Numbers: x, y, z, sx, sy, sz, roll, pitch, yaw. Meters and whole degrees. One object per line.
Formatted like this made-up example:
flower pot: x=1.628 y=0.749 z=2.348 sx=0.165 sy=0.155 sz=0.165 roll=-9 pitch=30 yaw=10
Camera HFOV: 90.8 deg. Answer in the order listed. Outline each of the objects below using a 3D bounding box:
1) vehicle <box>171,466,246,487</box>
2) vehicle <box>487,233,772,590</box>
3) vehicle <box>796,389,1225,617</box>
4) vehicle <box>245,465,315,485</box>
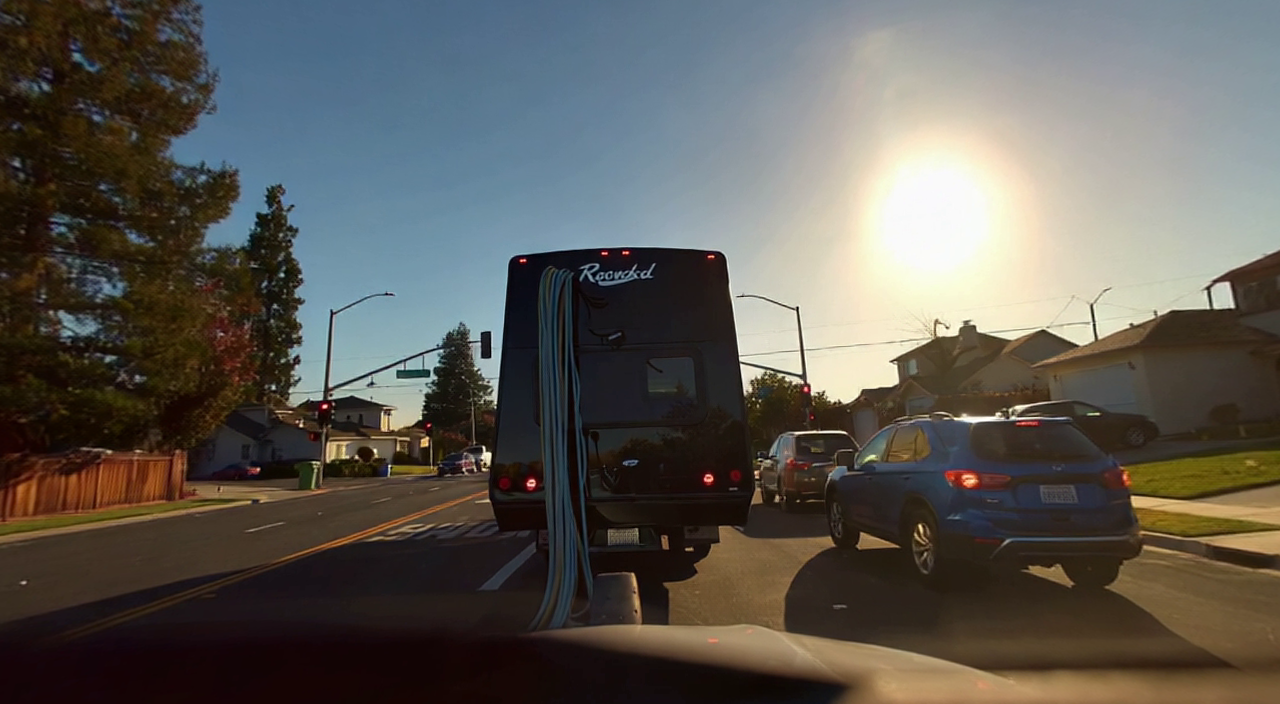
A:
vehicle: x=-32.694 y=9.403 z=47.950 sx=4.311 sy=1.458 sz=1.707 roll=0 pitch=-9 yaw=-3
vehicle: x=-0.106 y=1.123 z=10.307 sx=2.709 sy=3.511 sz=8.213 roll=0 pitch=-9 yaw=0
vehicle: x=3.409 y=1.492 z=7.137 sx=2.104 sy=1.735 sz=4.408 roll=0 pitch=-9 yaw=0
vehicle: x=-27.414 y=9.352 z=48.141 sx=4.187 sy=1.445 sz=1.809 roll=0 pitch=-9 yaw=0
